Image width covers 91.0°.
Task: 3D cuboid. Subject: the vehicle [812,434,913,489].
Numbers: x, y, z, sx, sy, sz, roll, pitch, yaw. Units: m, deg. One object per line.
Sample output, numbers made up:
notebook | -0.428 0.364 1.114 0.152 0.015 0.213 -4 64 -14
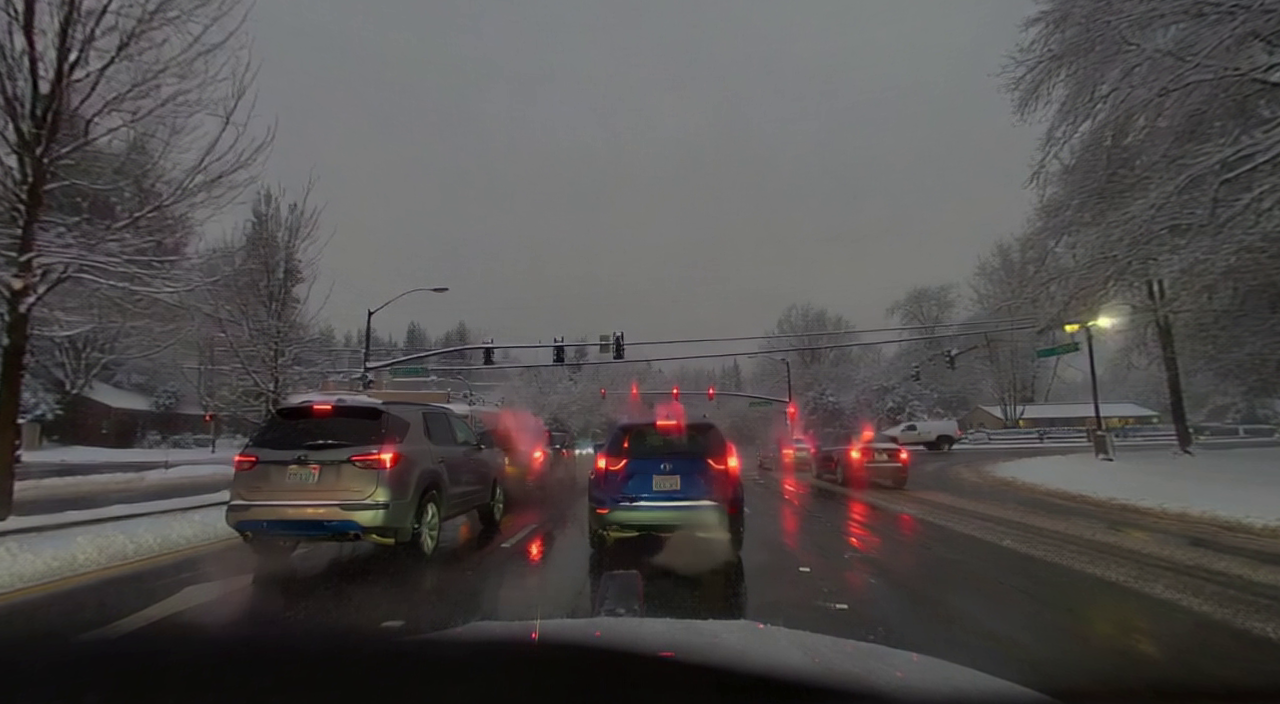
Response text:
vehicle | 7.188 3.554 20.816 2.067 1.599 4.251 -1 -8 5

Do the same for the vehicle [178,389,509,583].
vehicle | -3.249 1.578 8.180 2.085 1.812 4.388 0 -8 1

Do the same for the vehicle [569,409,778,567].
vehicle | 0.381 1.746 8.777 2.189 1.649 4.171 0 -8 1
